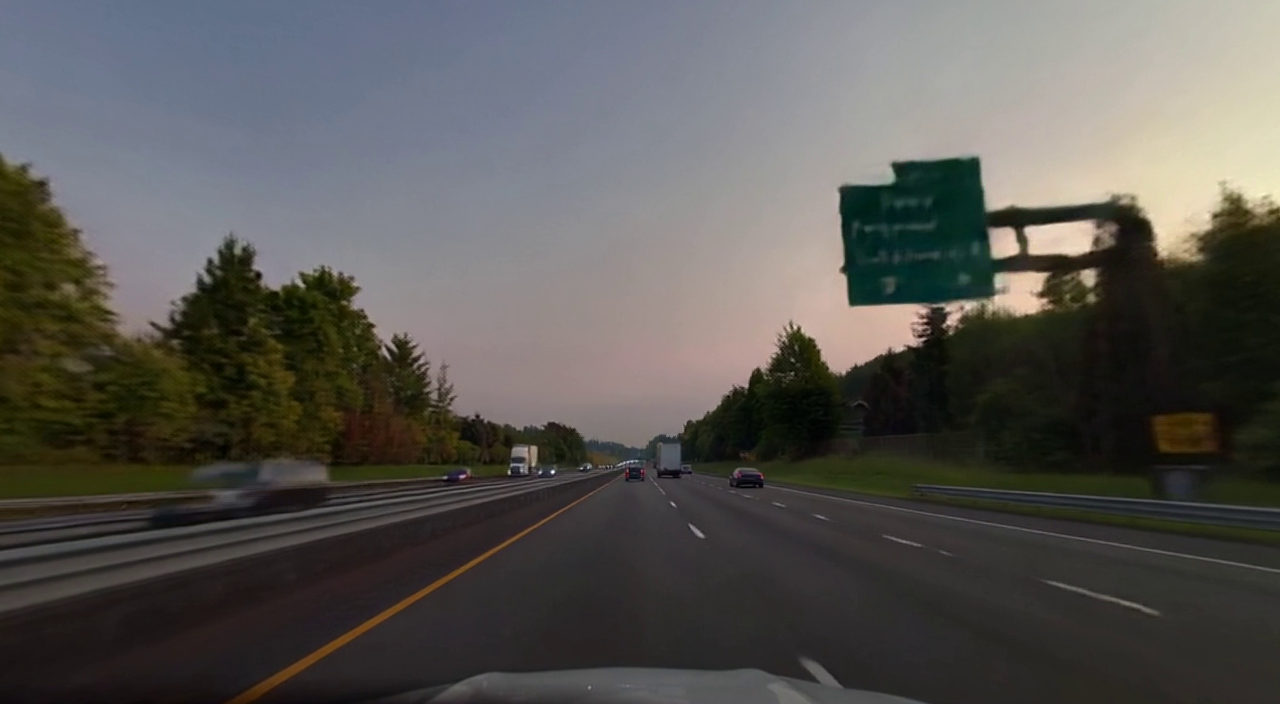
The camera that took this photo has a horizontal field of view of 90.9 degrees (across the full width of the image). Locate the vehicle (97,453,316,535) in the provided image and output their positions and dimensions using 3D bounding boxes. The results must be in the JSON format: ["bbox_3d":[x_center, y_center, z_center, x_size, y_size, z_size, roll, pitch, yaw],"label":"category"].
[{"bbox_3d":[-9.408,3.115,14.234,1.910,1.532,4.251,1,-10,0],"label":"vehicle"}]

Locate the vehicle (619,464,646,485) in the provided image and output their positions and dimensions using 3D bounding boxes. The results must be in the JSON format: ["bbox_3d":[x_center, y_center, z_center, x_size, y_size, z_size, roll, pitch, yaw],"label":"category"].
[{"bbox_3d":[-0.571,9.394,48.469,2.025,1.452,3.927,1,-10,-1],"label":"vehicle"}]

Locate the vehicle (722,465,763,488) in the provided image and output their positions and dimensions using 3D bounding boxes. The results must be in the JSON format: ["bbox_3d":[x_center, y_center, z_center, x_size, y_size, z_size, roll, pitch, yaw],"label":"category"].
[{"bbox_3d":[6.969,8.512,43.232,1.977,1.494,4.311,1,-10,-2],"label":"vehicle"}]
